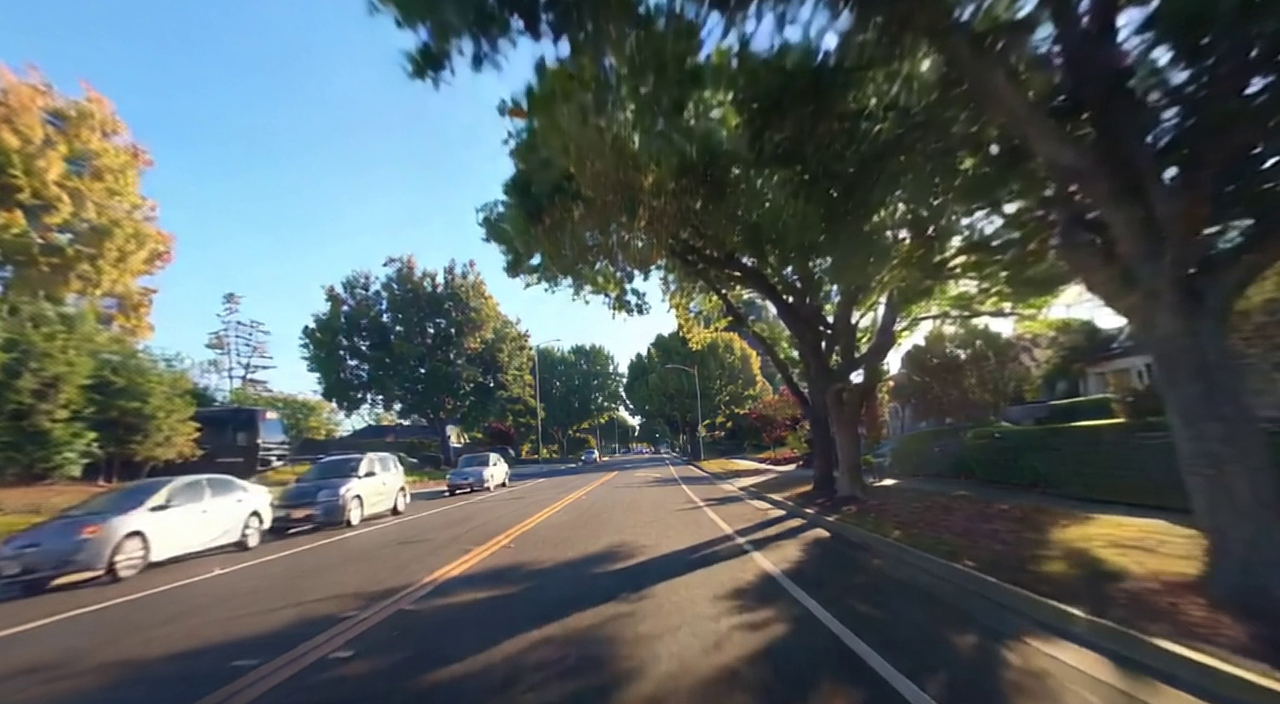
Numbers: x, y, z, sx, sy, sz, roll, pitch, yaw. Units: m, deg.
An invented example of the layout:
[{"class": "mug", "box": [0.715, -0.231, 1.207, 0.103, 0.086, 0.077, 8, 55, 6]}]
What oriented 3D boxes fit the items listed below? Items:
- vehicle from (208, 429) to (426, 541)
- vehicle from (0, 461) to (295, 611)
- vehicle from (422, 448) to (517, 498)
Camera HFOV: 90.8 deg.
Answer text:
[{"class": "vehicle", "box": [-6.823, 2.895, 14.275, 2.012, 1.902, 5.437, -4, -10, 1]}, {"class": "vehicle", "box": [-7.067, 2.340, 8.925, 1.960, 1.486, 4.217, 0, -9, 1]}, {"class": "vehicle", "box": [-6.546, 4.701, 25.091, 1.984, 1.732, 5.628, 0, -9, 2]}]
